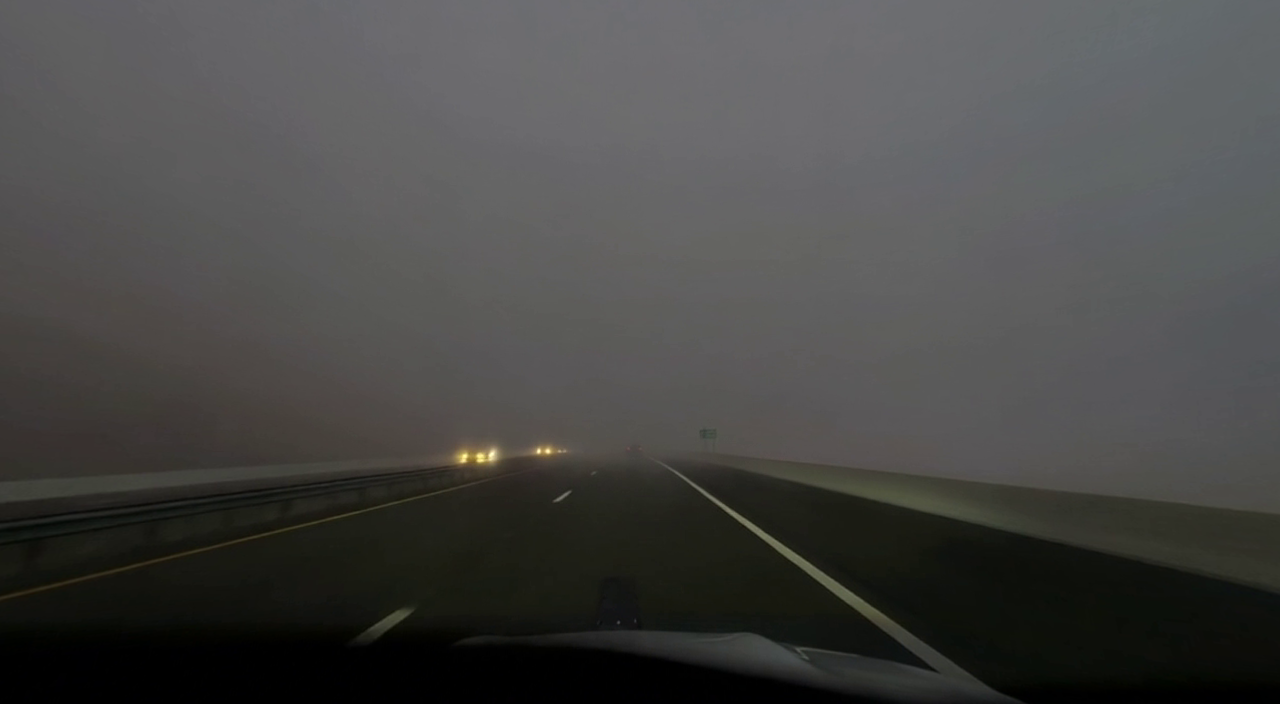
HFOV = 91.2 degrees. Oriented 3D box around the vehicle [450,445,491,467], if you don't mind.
[{"bbox_3d":[-13.178,8.084,48.929,1.897,1.568,4.209,-1,-9,1],"label":"vehicle"}]
